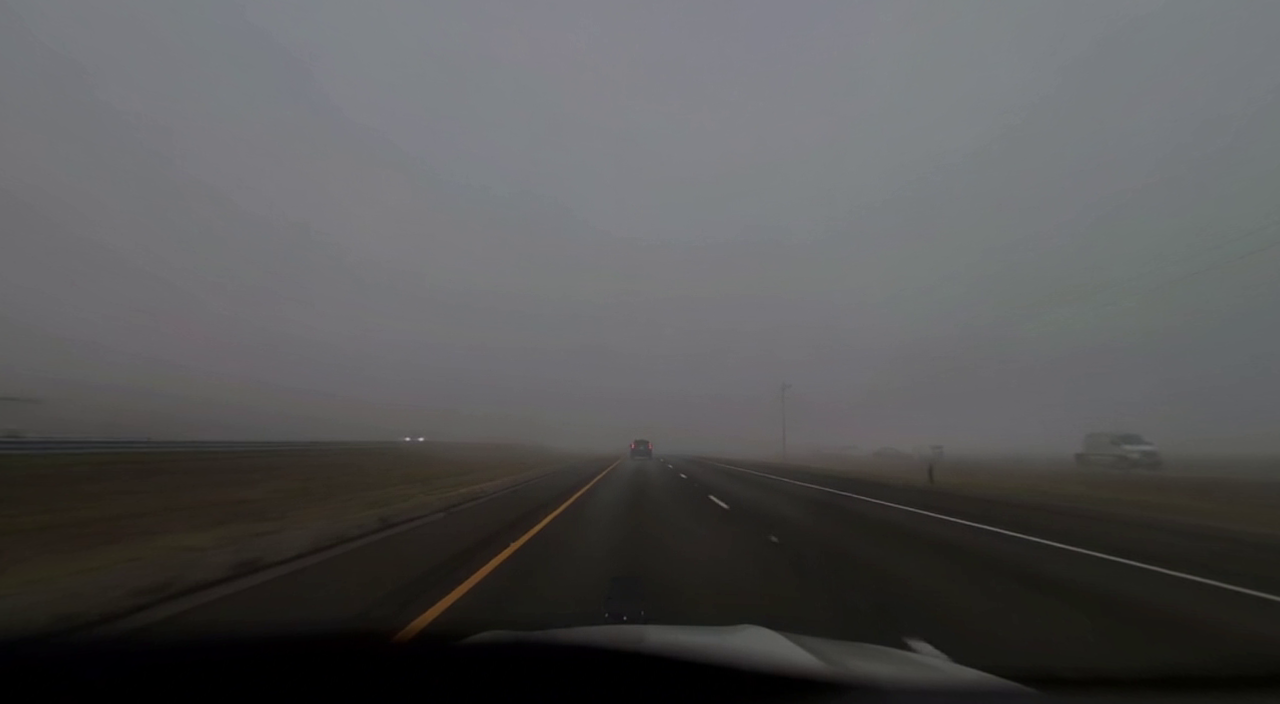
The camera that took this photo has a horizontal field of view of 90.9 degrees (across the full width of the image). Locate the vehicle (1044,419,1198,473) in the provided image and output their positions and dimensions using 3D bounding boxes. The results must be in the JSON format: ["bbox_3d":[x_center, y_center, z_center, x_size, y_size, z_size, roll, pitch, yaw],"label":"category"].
[{"bbox_3d":[33.064,6.572,44.011,3.584,3.354,8.206,0,-9,-6],"label":"vehicle"}]
